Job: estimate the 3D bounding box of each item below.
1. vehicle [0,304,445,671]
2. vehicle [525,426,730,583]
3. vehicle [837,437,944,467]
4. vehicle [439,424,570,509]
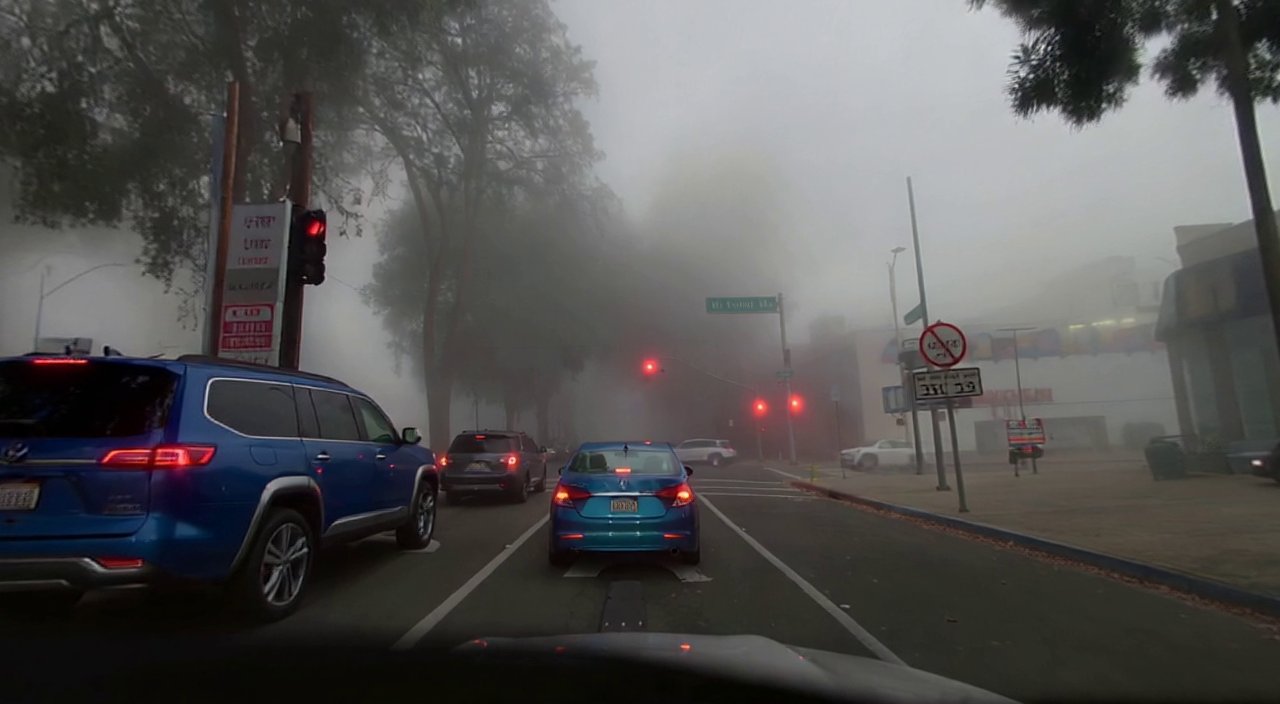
[{"bbox_3d":[-3.815,1.128,6.204,2.152,2.118,5.066,0,-8,0],"label":"vehicle"},{"bbox_3d":[-0.158,1.776,8.165,1.966,1.481,4.146,0,-8,-1],"label":"vehicle"},{"bbox_3d":[12.968,5.219,32.728,4.809,1.476,1.845,-1,-9,4],"label":"vehicle"},{"bbox_3d":[-2.928,2.595,14.602,2.047,1.664,4.148,0,-8,1],"label":"vehicle"}]
